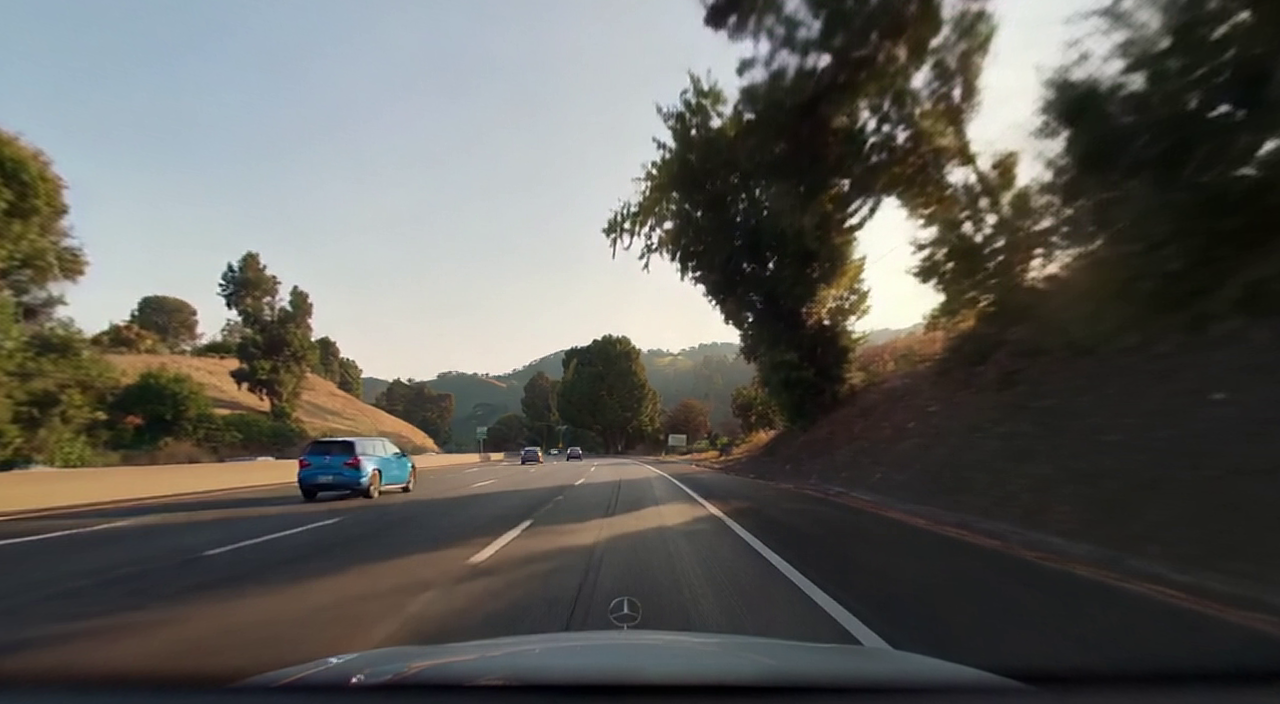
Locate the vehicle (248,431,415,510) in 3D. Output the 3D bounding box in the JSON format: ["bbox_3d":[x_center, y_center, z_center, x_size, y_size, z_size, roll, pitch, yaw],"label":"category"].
[{"bbox_3d":[-7.665,2.966,16.309,2.046,1.712,4.533,0,-8,-1],"label":"vehicle"}]

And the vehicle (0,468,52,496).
[{"bbox_3d":[-36.445,7.425,35.959,1.758,1.423,4.262,0,-8,-1],"label":"vehicle"}]
